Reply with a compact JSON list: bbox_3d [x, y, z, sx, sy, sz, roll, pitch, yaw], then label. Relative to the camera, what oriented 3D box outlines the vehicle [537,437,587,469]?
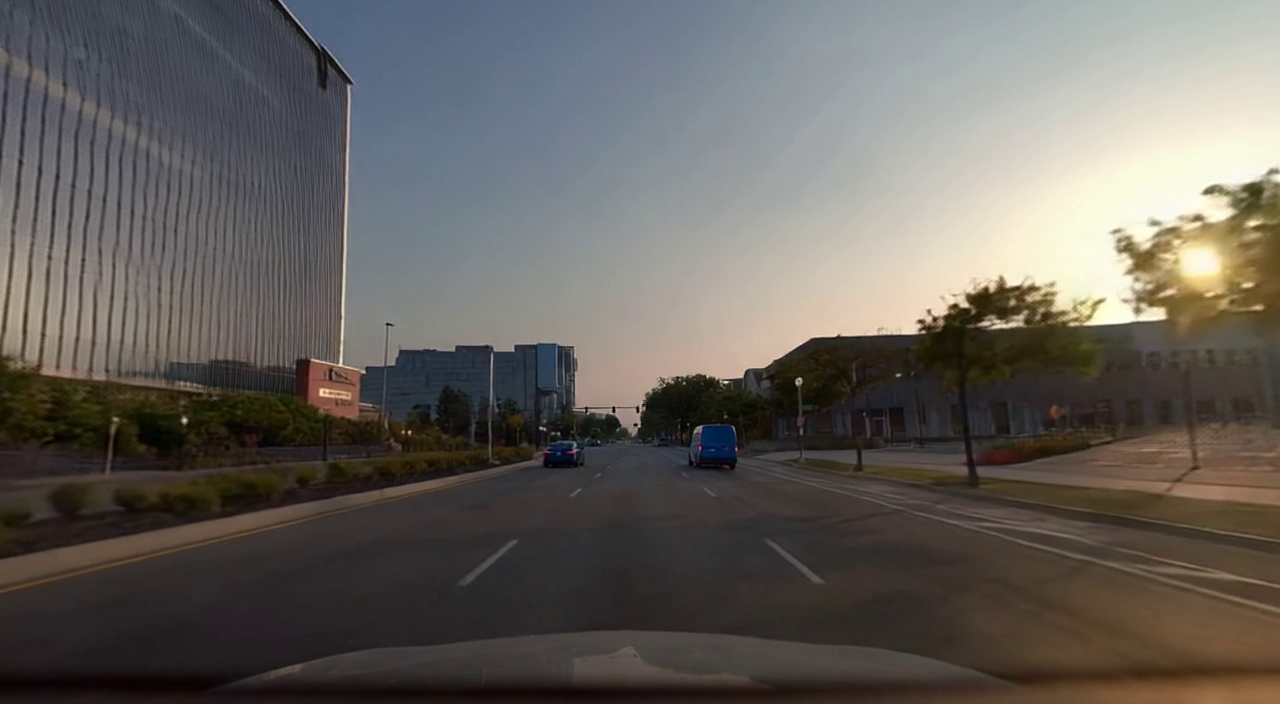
[{"bbox_3d":[-3.711,4.904,30.756,1.864,1.464,4.195,0,-8,1],"label":"vehicle"}]

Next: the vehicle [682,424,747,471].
[{"bbox_3d":[3.226,4.275,28.279,2.200,1.914,5.145,0,-8,-1],"label":"vehicle"}]
